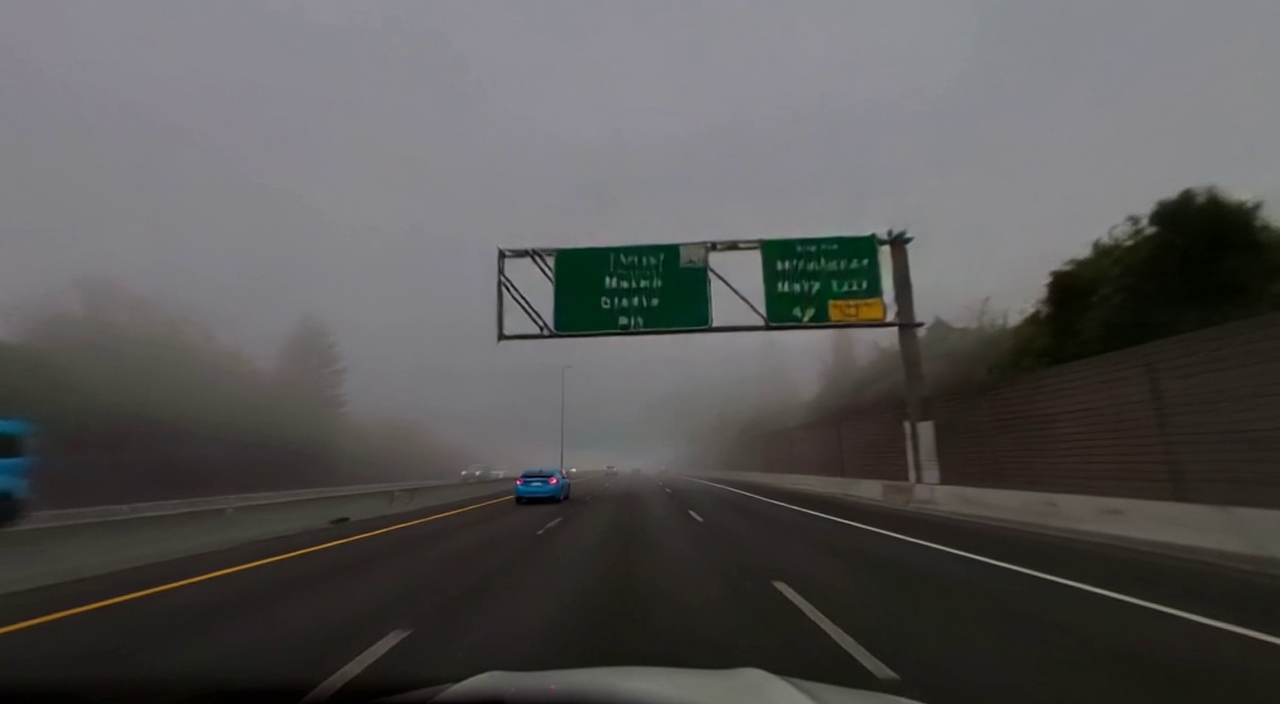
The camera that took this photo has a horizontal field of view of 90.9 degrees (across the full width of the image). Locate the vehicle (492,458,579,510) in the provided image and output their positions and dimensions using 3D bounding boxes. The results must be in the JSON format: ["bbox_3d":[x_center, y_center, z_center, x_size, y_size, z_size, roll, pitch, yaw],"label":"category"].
[{"bbox_3d":[-3.302,4.321,20.920,2.045,1.487,4.582,1,-10,0],"label":"vehicle"}]
